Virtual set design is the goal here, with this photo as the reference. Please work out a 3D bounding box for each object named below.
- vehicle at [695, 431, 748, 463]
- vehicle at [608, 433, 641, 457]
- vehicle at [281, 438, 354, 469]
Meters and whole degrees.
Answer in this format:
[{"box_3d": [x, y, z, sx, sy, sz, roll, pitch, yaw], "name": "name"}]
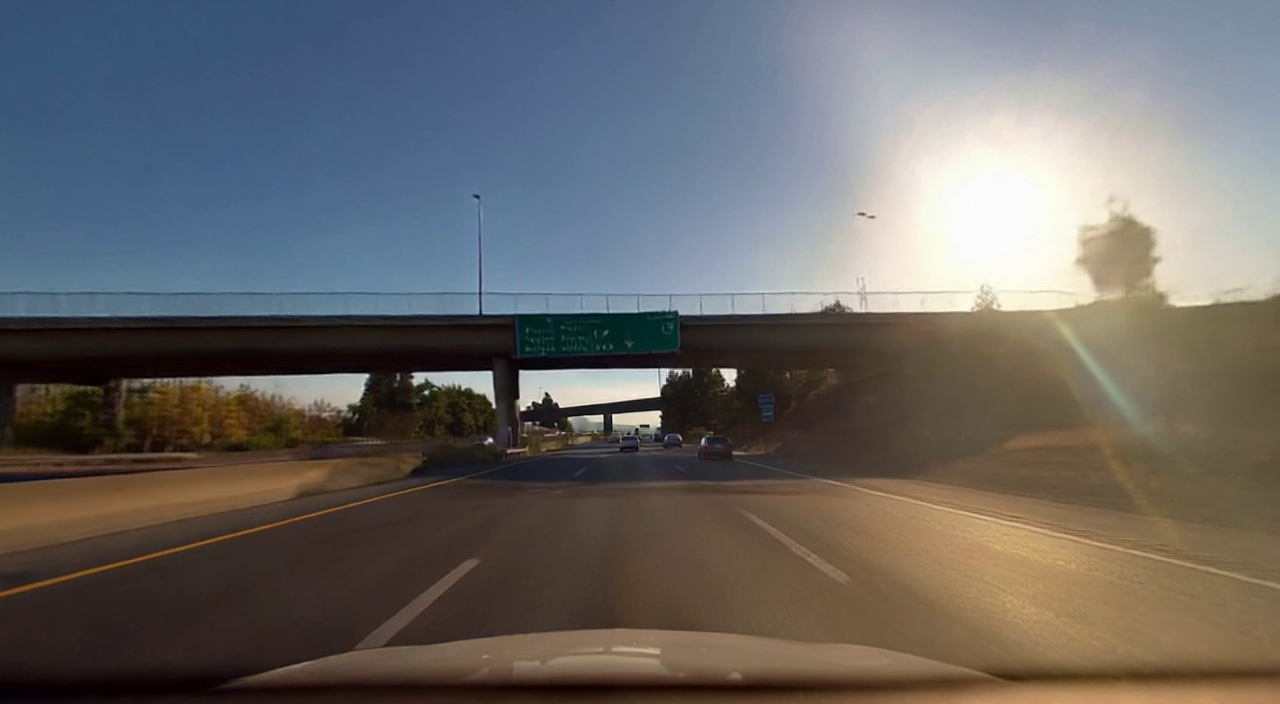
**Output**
[{"box_3d": [4.176, 4.937, 32.982, 2.056, 1.508, 4.093, 0, -8, -2], "name": "vehicle"}, {"box_3d": [-0.943, 5.781, 39.320, 1.987, 1.440, 3.565, 0, -8, -1], "name": "vehicle"}, {"box_3d": [-16.904, 5.319, 33.292, 1.776, 1.484, 3.974, 0, -8, -1], "name": "vehicle"}]
